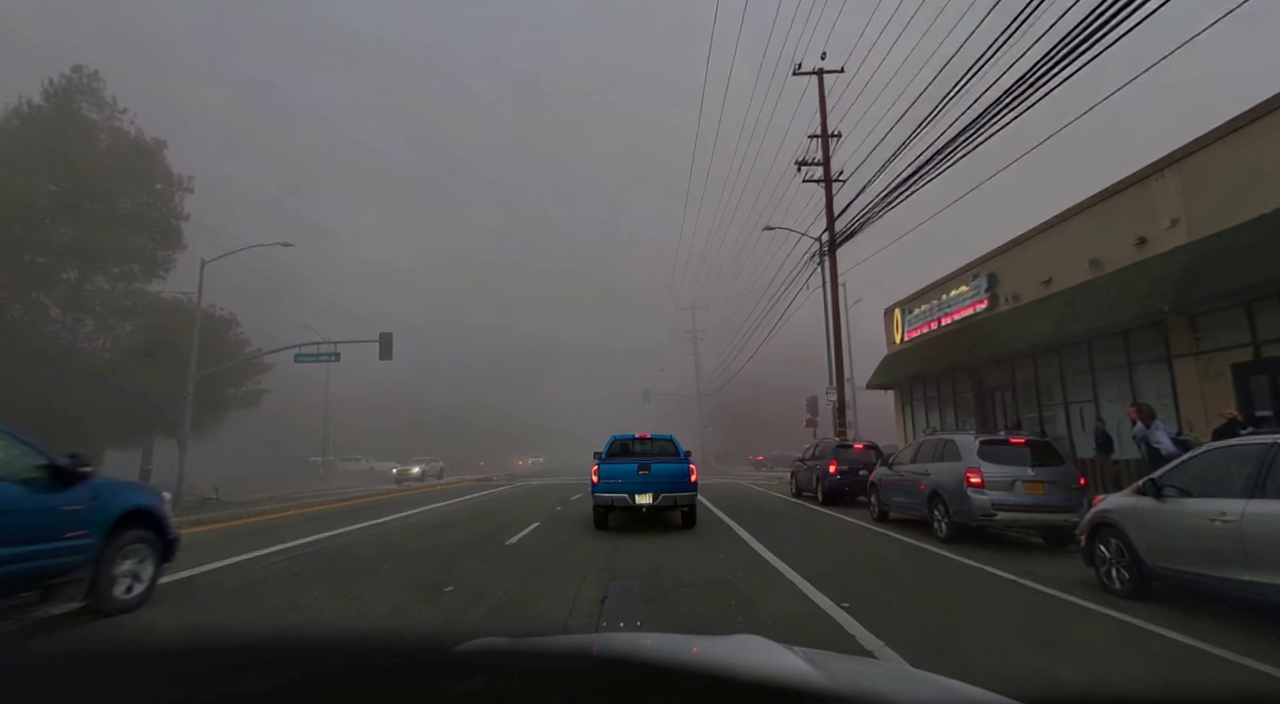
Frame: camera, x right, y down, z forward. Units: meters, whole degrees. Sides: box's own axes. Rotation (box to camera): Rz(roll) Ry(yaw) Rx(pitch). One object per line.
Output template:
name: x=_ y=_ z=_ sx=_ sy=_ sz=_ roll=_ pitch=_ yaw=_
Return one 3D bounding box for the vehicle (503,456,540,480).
vehicle: x=-9.051 y=8.868 z=48.418 sx=1.968 sy=1.654 sz=4.292 roll=0 pitch=-9 yaw=1

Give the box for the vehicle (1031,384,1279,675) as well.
vehicle: x=4.902 y=1.094 z=3.889 sx=2.014 sy=1.755 sz=4.520 roll=0 pitch=-9 yaw=0

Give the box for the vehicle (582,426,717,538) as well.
vehicle: x=0.142 y=2.375 z=12.144 sx=2.089 sy=1.699 sz=4.650 roll=0 pitch=-9 yaw=0

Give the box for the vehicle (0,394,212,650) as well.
vehicle: x=-5.638 y=1.081 z=3.754 sx=2.140 sy=1.768 sz=5.092 roll=-1 pitch=-9 yaw=7

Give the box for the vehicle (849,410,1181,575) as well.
vehicle: x=4.936 y=1.912 z=9.416 sx=2.007 sy=1.786 sz=4.870 roll=0 pitch=-9 yaw=1
